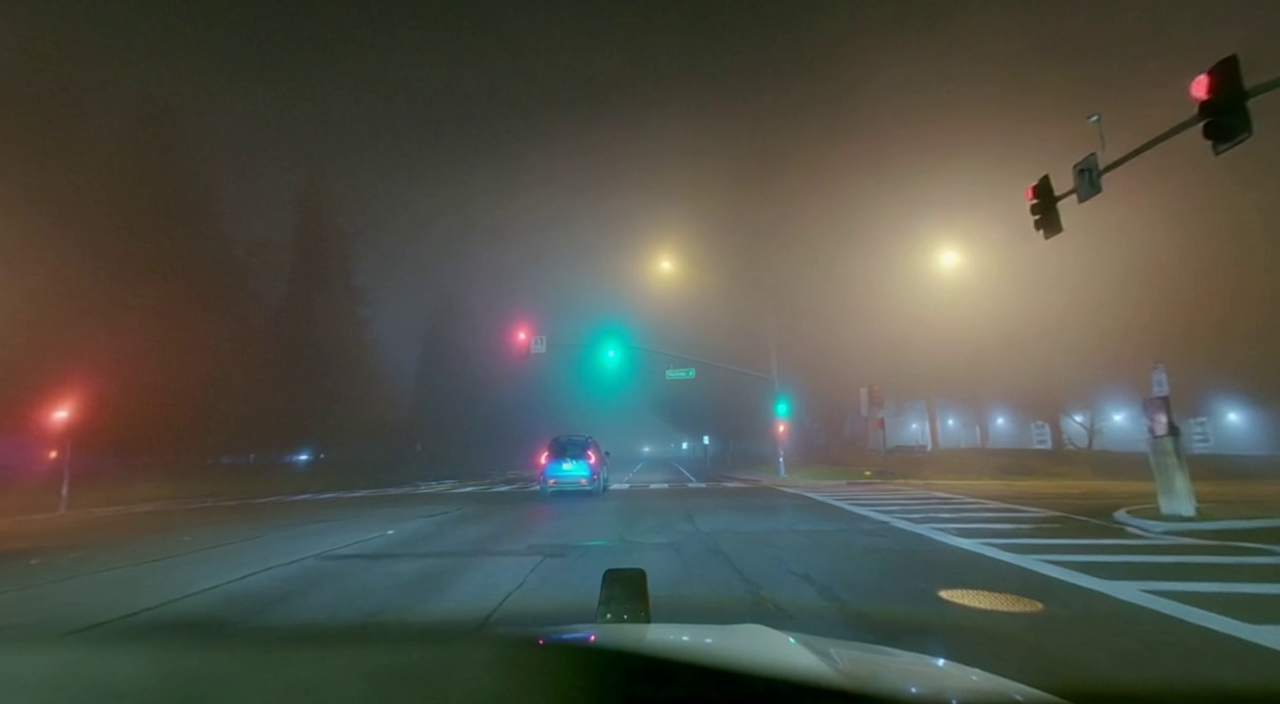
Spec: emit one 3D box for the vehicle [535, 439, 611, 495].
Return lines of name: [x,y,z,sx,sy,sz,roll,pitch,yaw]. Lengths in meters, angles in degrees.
vehicle: [-2.272,4.054,22.698,2.123,1.799,4.425,0,-8,2]
